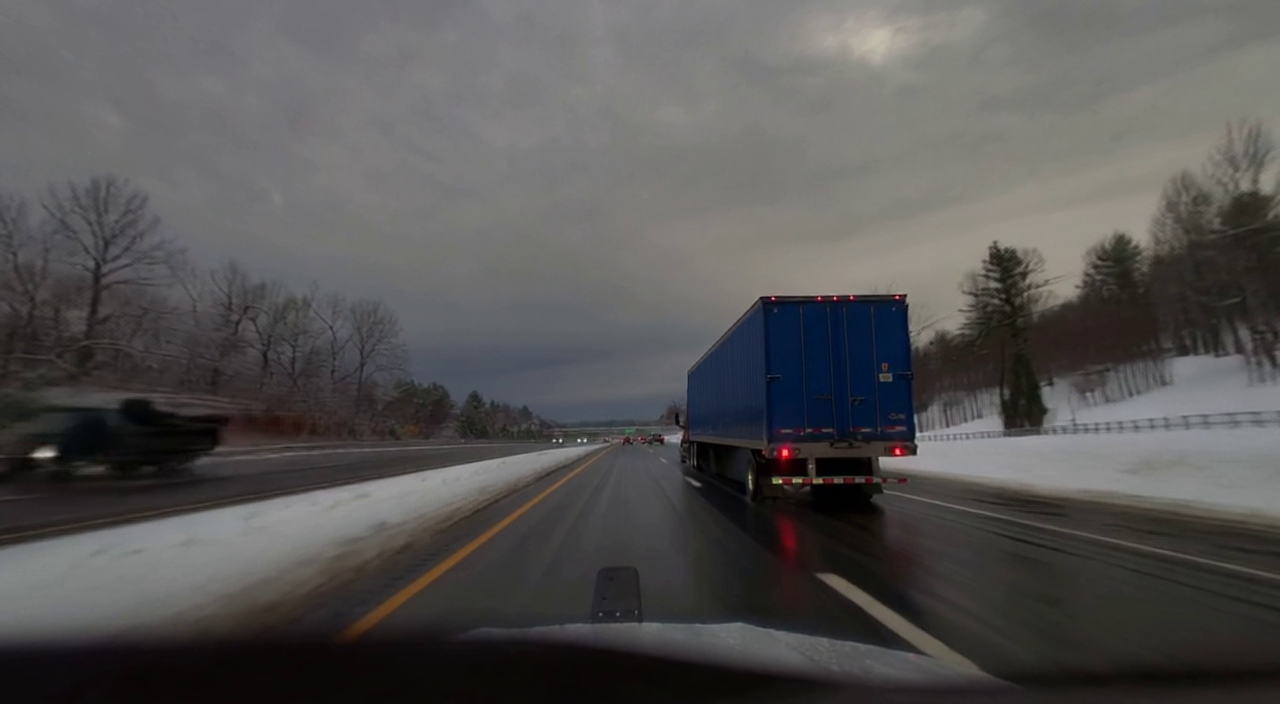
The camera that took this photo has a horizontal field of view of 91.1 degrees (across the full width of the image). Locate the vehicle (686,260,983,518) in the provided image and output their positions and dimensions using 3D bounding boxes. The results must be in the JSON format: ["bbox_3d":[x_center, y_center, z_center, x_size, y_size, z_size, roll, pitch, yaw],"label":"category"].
[{"bbox_3d":[3.782,1.695,18.884,3.203,4.273,17.131,0,-8,-1],"label":"vehicle"}]

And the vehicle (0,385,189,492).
[{"bbox_3d":[-12.619,1.870,13.647,2.101,1.924,4.804,0,-8,-1],"label":"vehicle"}]
